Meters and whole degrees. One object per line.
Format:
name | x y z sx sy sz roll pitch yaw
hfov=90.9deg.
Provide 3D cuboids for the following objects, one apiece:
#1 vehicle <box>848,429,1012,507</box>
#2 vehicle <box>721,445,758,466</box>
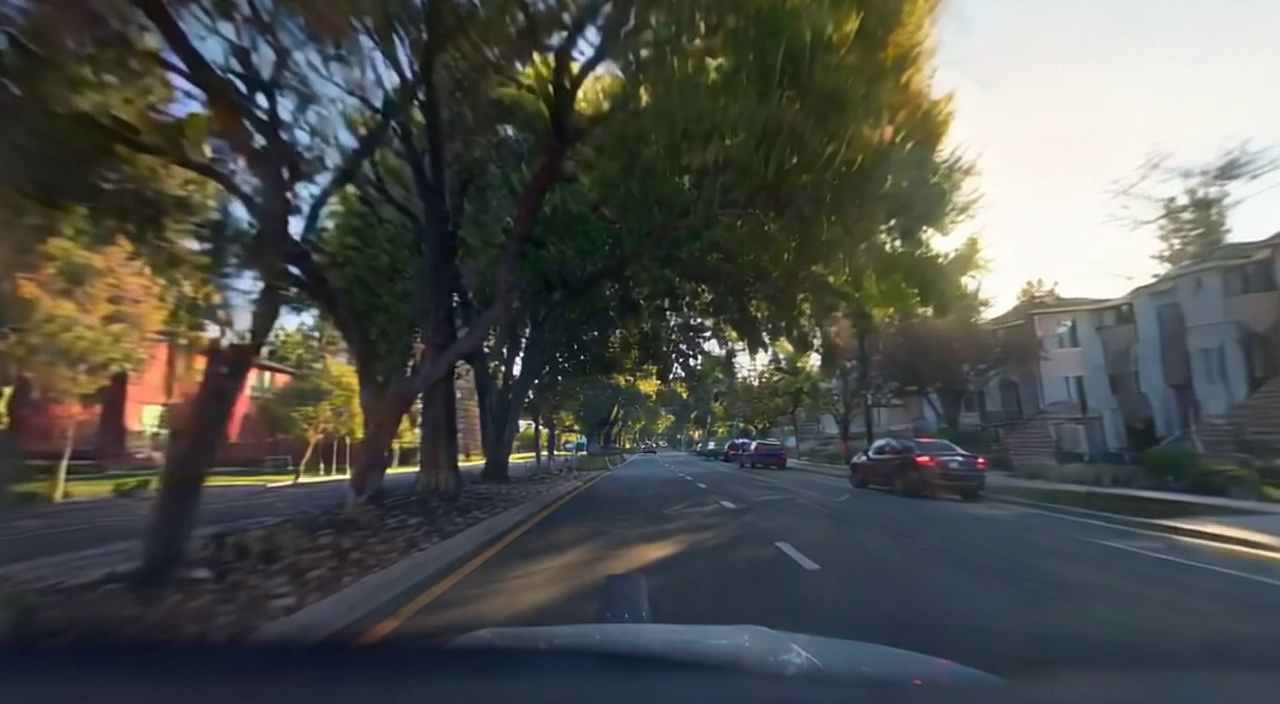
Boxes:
vehicle | 6.995 2.838 15.898 2.126 1.639 4.539 0 -8 3
vehicle | 7.350 7.687 47.002 1.987 1.469 4.497 0 -8 -1
